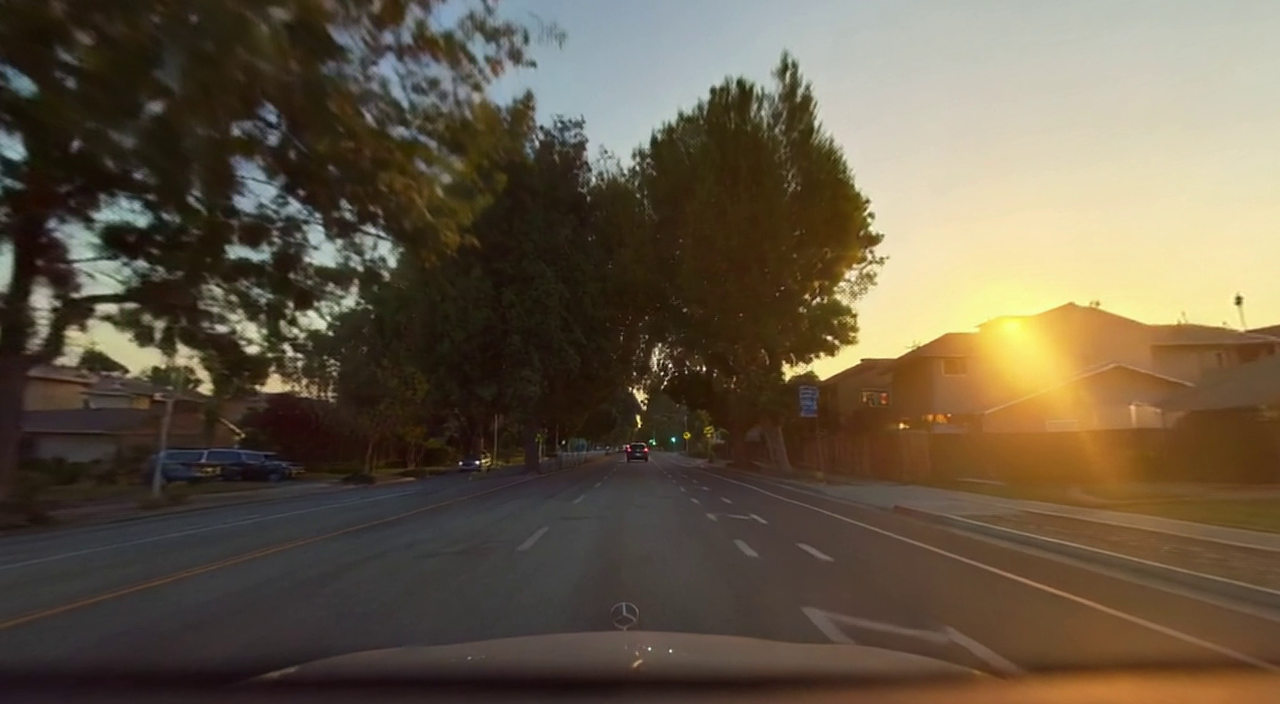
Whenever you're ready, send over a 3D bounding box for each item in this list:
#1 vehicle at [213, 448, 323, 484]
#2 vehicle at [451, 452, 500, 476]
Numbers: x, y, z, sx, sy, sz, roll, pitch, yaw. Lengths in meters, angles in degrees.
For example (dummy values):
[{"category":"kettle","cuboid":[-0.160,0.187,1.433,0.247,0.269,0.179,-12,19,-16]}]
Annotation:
[{"category":"vehicle","cuboid":[-18.890,5.767,32.094,4.170,1.704,2.174,0,-9,2]},{"category":"vehicle","cuboid":[-11.794,8.070,45.482,2.150,1.518,4.785,-2,-10,1]}]
